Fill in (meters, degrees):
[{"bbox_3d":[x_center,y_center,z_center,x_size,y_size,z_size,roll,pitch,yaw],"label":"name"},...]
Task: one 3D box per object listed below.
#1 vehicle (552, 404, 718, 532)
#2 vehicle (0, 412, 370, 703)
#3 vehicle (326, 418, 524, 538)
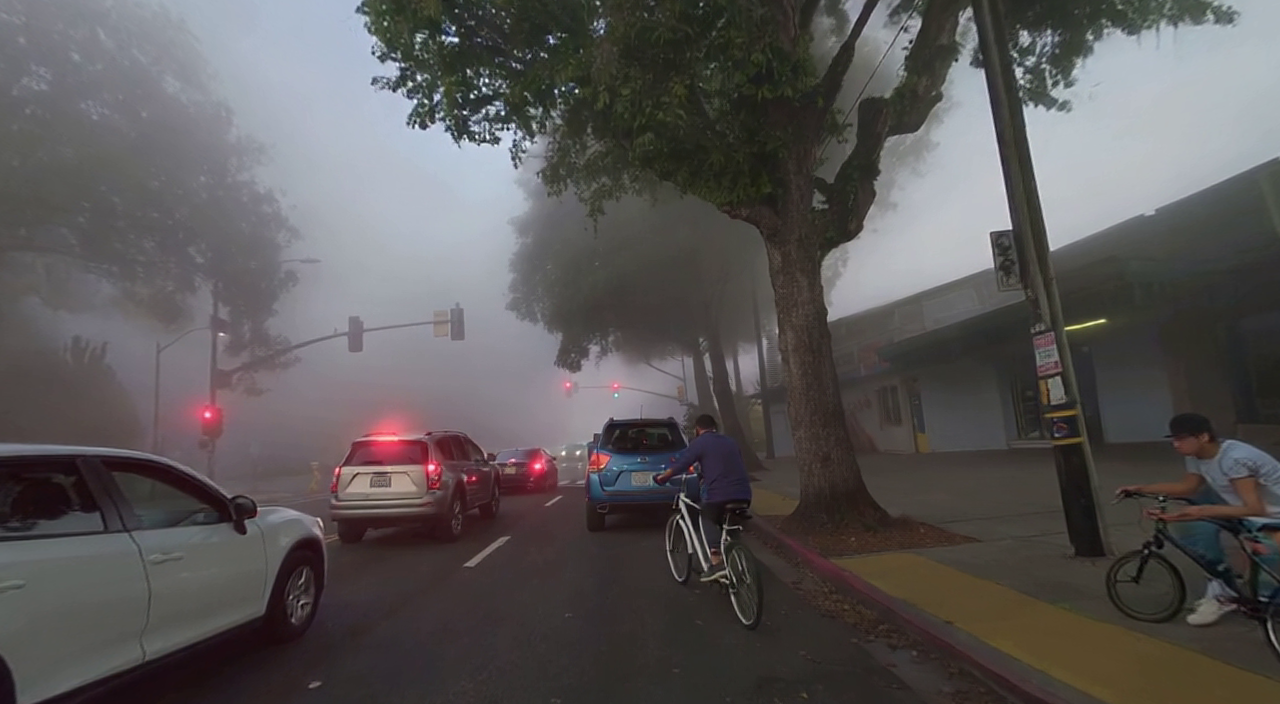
[{"bbox_3d":[-0.110,2.092,11.896,2.426,1.882,5.027,0,-9,-1],"label":"vehicle"},{"bbox_3d":[-3.554,1.173,3.694,2.064,1.486,4.140,0,-9,1],"label":"vehicle"},{"bbox_3d":[-3.597,2.204,11.630,2.046,1.750,4.452,0,-9,0],"label":"vehicle"}]
